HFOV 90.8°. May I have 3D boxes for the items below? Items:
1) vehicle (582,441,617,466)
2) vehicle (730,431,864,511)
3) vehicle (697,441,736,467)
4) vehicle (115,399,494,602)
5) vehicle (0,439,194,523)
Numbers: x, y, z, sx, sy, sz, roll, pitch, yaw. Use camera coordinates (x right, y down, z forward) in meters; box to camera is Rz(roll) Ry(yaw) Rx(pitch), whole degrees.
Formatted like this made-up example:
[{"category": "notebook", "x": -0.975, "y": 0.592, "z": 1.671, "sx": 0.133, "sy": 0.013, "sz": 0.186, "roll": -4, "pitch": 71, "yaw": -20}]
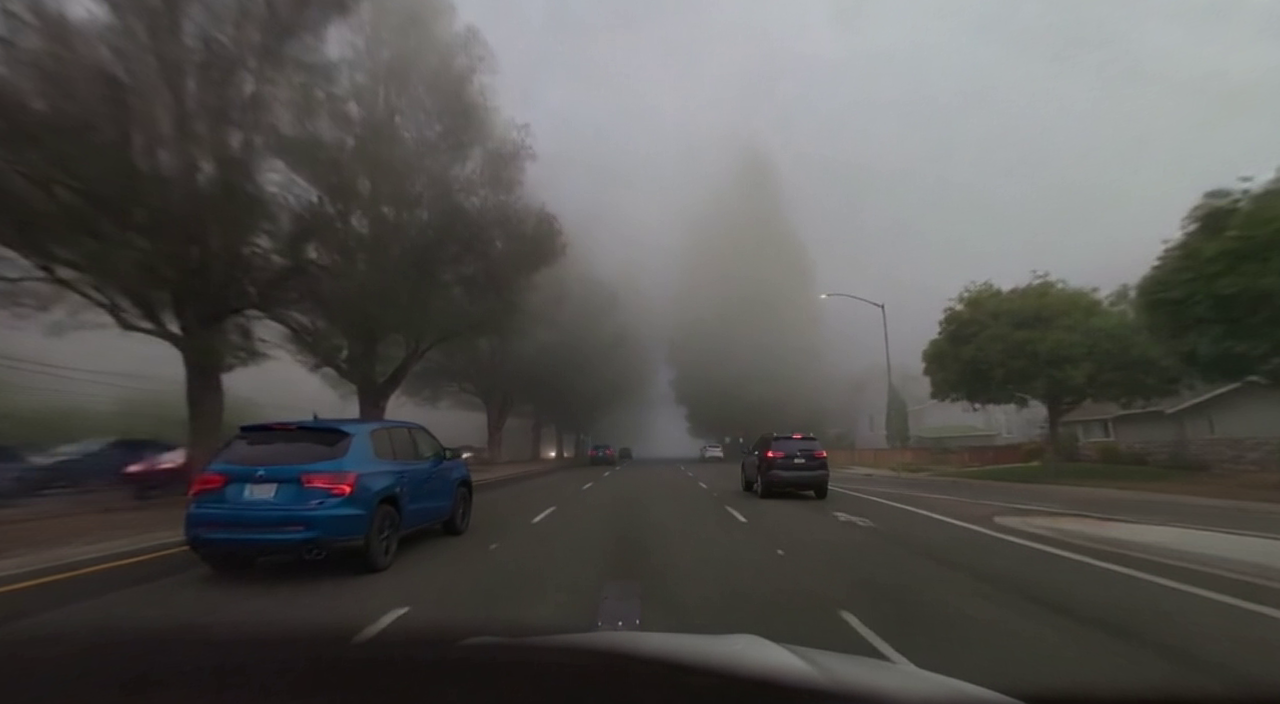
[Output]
[{"category": "vehicle", "x": -2.668, "y": 6.803, "z": 42.426, "sx": 1.988, "sy": 1.569, "sz": 4.202, "roll": 0, "pitch": -8, "yaw": 1}, {"category": "vehicle", "x": 3.625, "y": 2.834, "z": 15.576, "sx": 2.132, "sy": 1.659, "sz": 4.387, "roll": 0, "pitch": -8, "yaw": -1}, {"category": "vehicle", "x": 5.182, "y": 6.932, "z": 43.170, "sx": 2.169, "sy": 1.669, "sz": 4.037, "roll": 0, "pitch": -8, "yaw": 0}, {"category": "vehicle", "x": -3.371, "y": 1.585, "z": 7.696, "sx": 2.045, "sy": 1.688, "sz": 4.632, "roll": 0, "pitch": -8, "yaw": 0}, {"category": "vehicle", "x": -12.082, "y": 2.656, "z": 13.523, "sx": 1.993, "sy": 1.456, "sz": 4.327, "roll": -3, "pitch": -8, "yaw": -1}]
